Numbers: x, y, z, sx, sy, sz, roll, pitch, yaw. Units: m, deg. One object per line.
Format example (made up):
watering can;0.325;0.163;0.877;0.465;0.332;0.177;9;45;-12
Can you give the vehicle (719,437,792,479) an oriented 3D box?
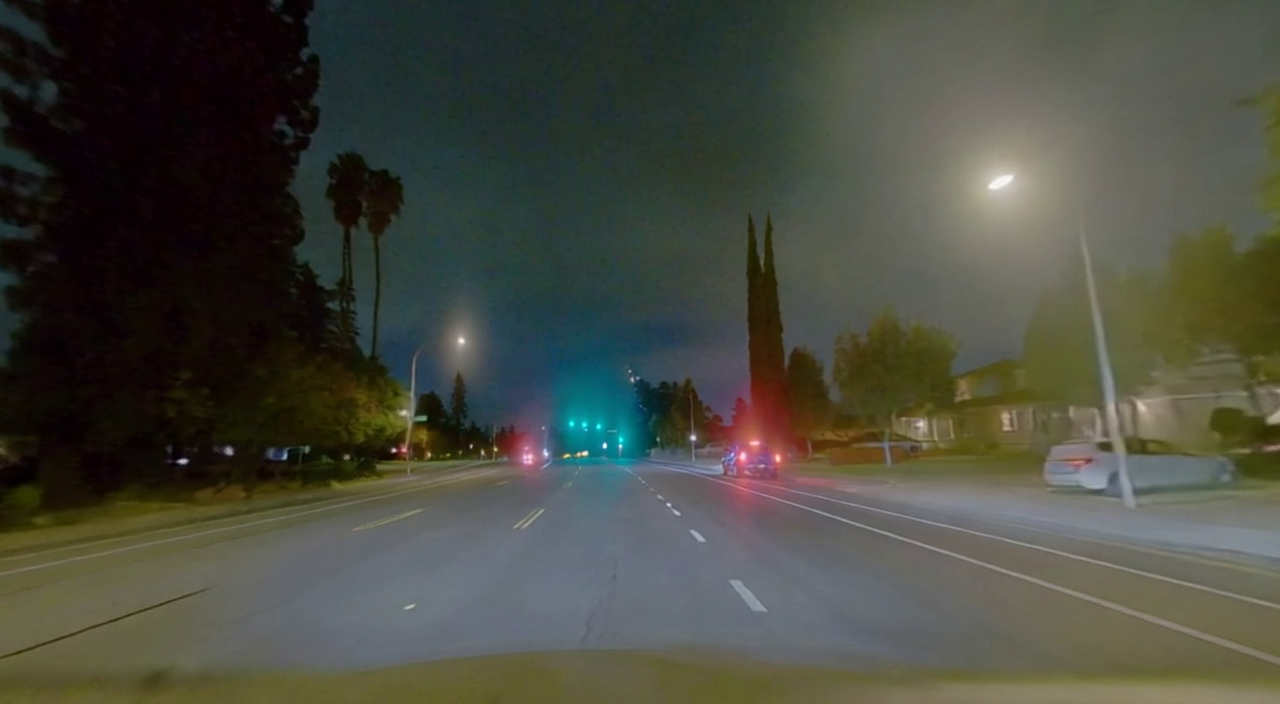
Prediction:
vehicle;5.608;5.205;31.419;2.285;1.868;5.575;0;-9;-3

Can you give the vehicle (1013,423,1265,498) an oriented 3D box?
vehicle;11.427;2.506;14.737;4.220;1.603;1.884;0;-9;0

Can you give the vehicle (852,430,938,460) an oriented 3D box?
vehicle;16.342;5.984;40.669;4.623;1.741;1.924;-2;-8;-3
